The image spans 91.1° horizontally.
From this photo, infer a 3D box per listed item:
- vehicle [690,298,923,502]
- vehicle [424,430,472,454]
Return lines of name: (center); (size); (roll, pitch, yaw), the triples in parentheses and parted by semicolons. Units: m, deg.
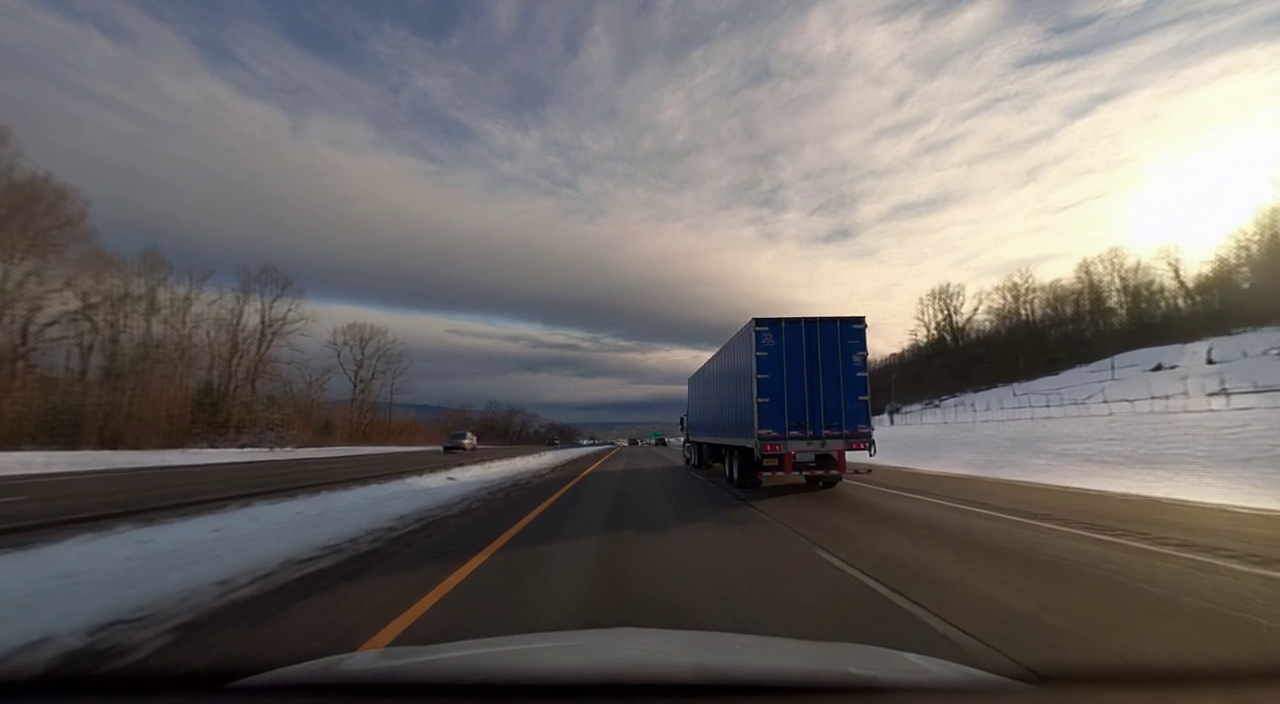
vehicle: (4.116, 2.107, 21.683); (3.203, 4.273, 17.131); (0, -8, -1)
vehicle: (-13.152, 6.171, 43.263); (1.932, 1.537, 4.480); (0, -8, -1)
